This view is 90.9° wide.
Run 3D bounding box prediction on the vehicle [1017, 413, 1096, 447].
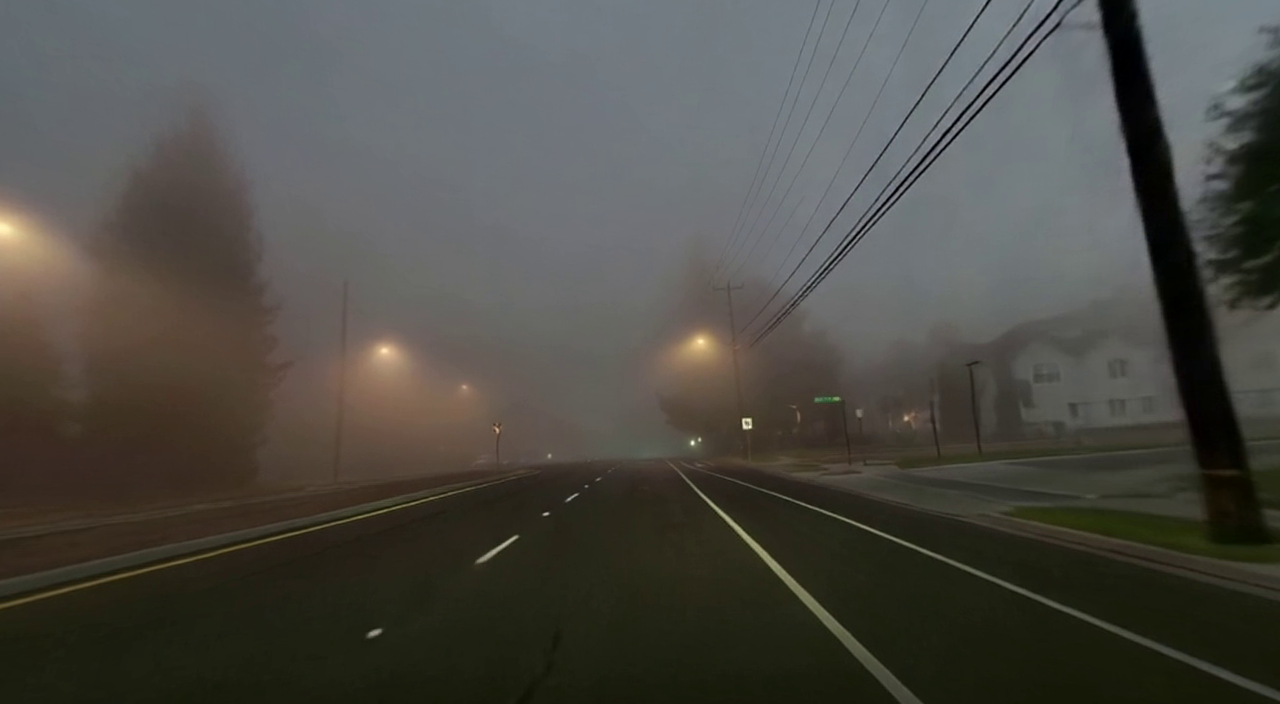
[{"bbox_3d":[26.704,5.109,40.634,2.009,2.044,4.571,-1,-8,2],"label":"vehicle"}]
